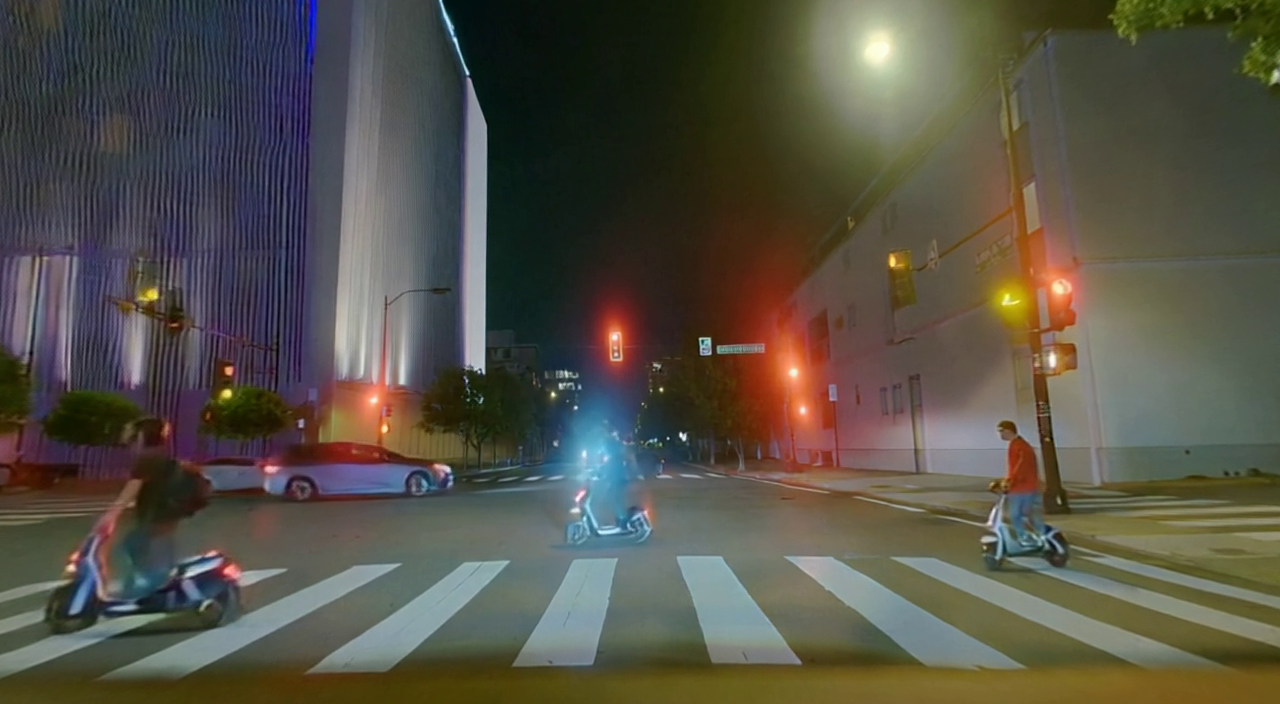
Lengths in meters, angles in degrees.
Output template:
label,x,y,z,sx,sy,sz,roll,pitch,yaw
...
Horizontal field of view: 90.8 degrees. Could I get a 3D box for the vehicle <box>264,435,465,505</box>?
label,x,y,z,sx,sy,sz,roll,pitch,yaw
vehicle,-7.494,3.207,17.656,4.802,1.724,2.122,3,-9,-21

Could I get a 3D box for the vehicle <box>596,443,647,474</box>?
label,x,y,z,sx,sy,sz,roll,pitch,yaw
vehicle,-0.980,6.080,36.379,2.051,1.616,4.641,-2,-9,10

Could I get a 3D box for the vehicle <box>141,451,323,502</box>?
label,x,y,z,sx,sy,sz,roll,pitch,yaw
vehicle,-13.101,3.992,20.643,4.485,1.463,2.075,2,-9,-15
